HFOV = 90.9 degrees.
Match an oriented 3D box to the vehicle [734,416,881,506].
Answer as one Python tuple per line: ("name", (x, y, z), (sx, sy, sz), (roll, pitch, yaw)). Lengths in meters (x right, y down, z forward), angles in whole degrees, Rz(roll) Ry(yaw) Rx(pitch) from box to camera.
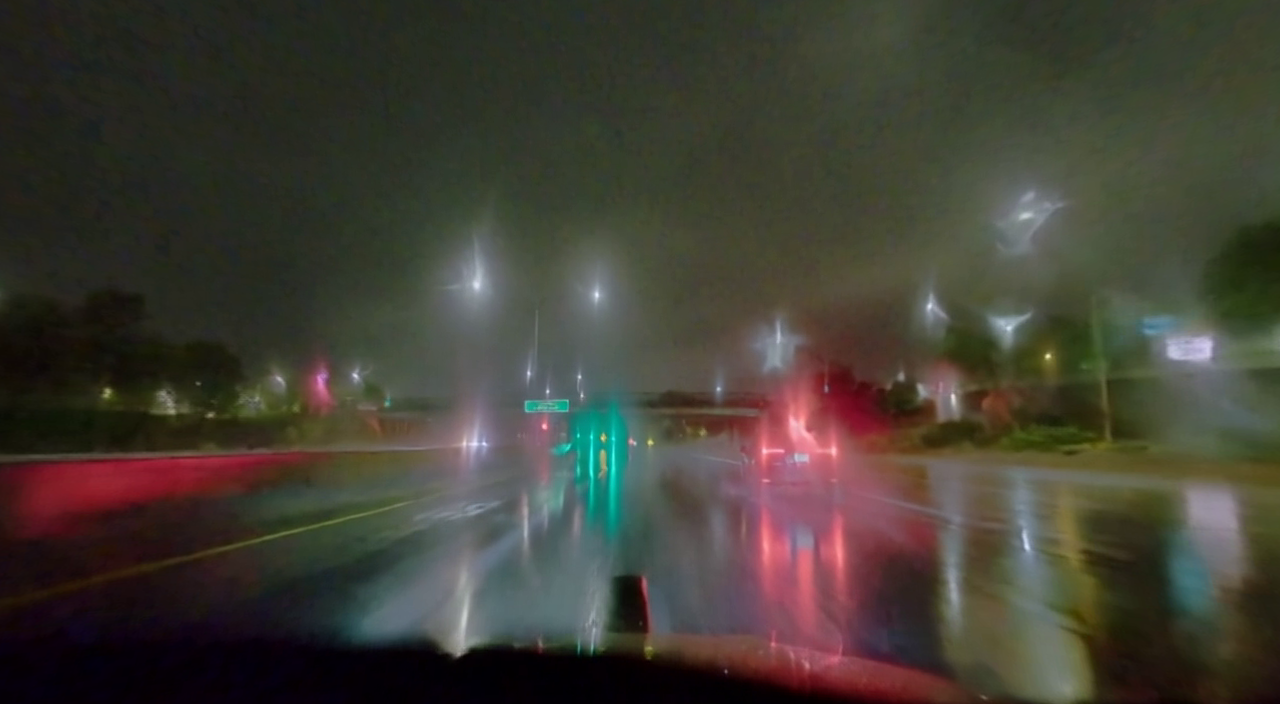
("vehicle", (3.557, 2.434, 14.500), (2.039, 1.701, 4.834), (0, -8, 0))
